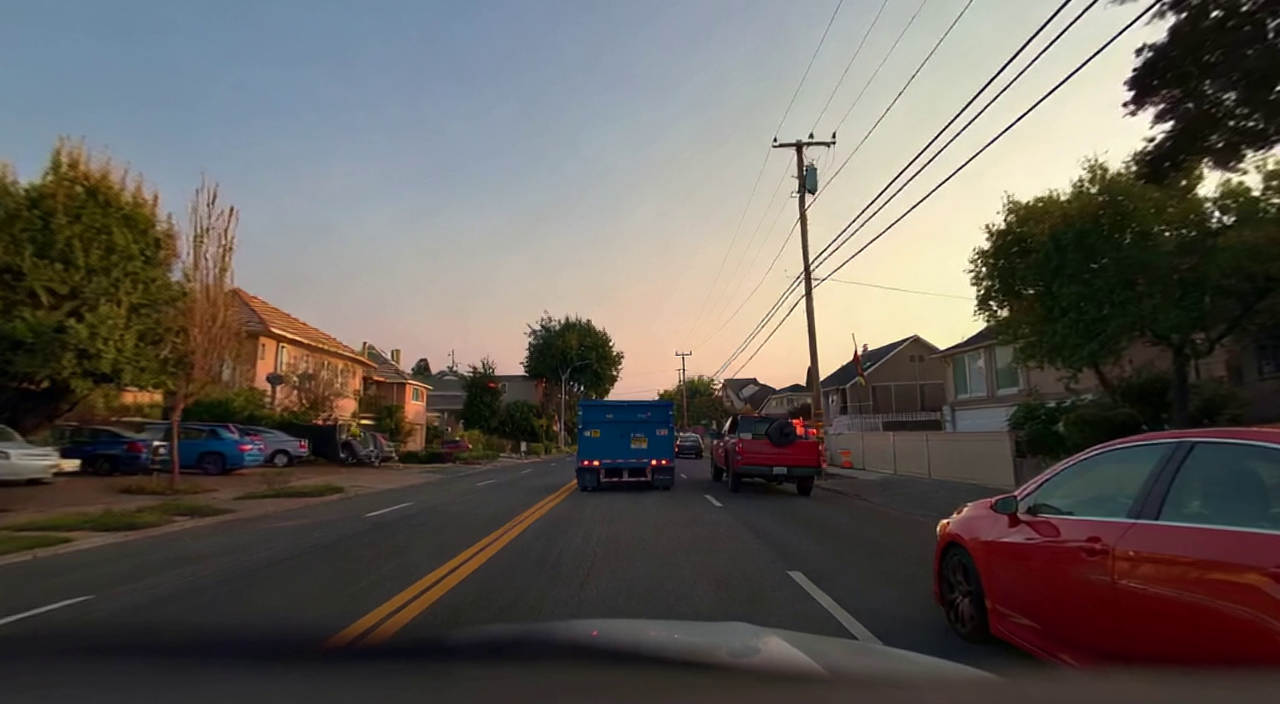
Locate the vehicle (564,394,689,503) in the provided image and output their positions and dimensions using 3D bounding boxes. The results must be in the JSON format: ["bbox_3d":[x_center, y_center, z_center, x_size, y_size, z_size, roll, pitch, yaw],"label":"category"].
[{"bbox_3d":[-0.228,2.609,17.291,2.751,2.361,6.347,2,-8,2],"label":"vehicle"}]

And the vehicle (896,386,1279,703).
[{"bbox_3d":[3.000,0.953,2.573,2.010,1.499,4.481,0,-8,0],"label":"vehicle"}]

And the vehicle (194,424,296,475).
[{"bbox_3d":[-14.943,3.709,24.043,2.010,1.721,4.499,2,-9,-16],"label":"vehicle"}]

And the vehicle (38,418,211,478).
[{"bbox_3d":[-16.870,3.155,20.666,4.184,1.831,1.940,-1,-9,8],"label":"vehicle"}]

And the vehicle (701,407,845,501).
[{"bbox_3d":[3.112,2.593,16.243,2.486,1.993,5.667,0,-8,0],"label":"vehicle"}]

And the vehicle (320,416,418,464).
[{"bbox_3d":[-13.397,4.442,31.537,2.475,2.157,5.567,0,-8,-1],"label":"vehicle"}]
